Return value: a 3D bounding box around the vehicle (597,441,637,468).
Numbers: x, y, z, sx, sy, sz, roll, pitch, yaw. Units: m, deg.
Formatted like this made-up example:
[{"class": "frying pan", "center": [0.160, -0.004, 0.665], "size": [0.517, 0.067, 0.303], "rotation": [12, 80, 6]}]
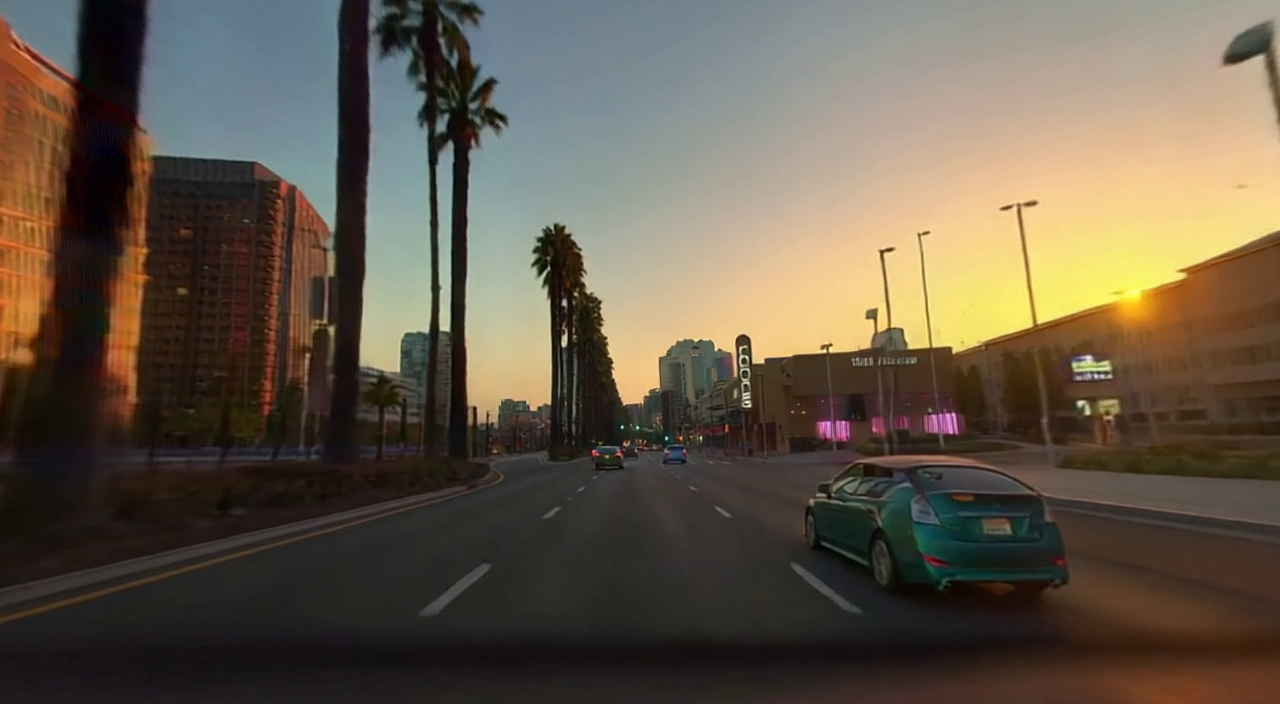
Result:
[{"class": "vehicle", "center": [-1.395, 6.456, 40.111], "size": [2.160, 1.615, 4.117], "rotation": [-1, -9, 4]}]
